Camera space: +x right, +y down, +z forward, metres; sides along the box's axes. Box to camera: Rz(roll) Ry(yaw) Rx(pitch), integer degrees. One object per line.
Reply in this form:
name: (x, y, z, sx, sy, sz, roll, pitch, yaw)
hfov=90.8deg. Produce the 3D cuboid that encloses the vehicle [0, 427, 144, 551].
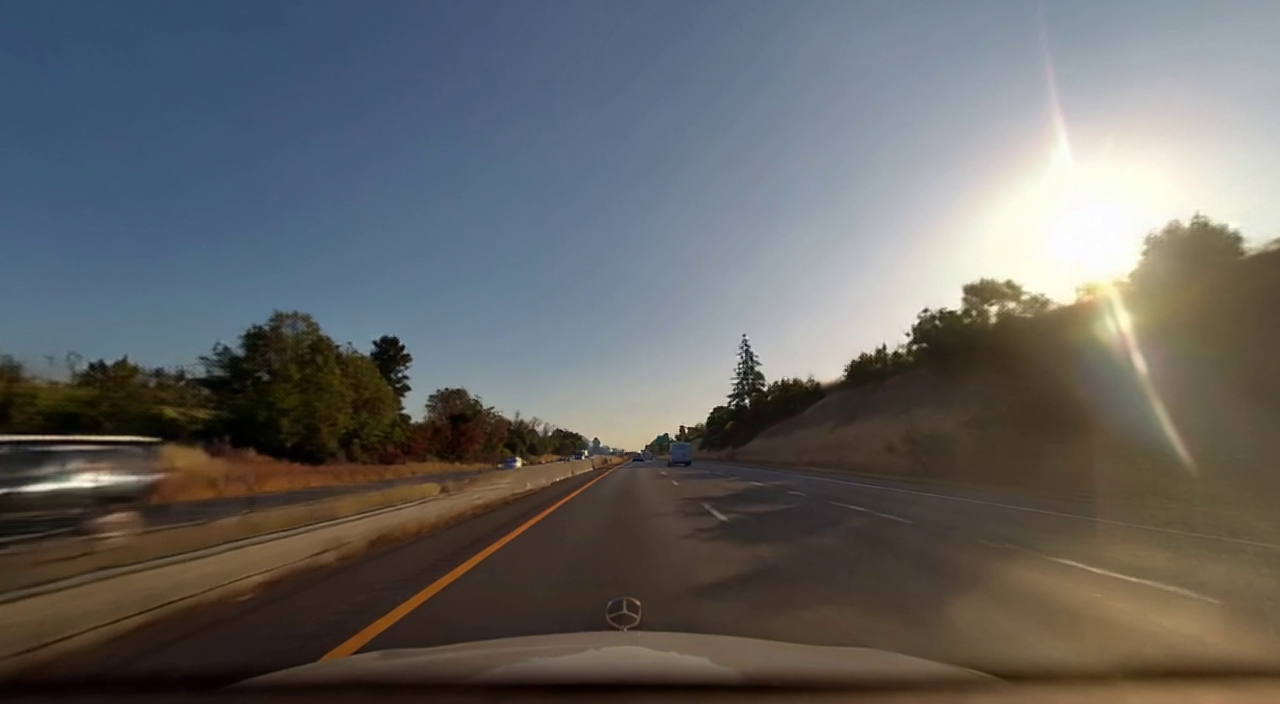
vehicle: (-9.765, 1.859, 8.548, 2.173, 1.668, 4.848, 0, -9, -1)
